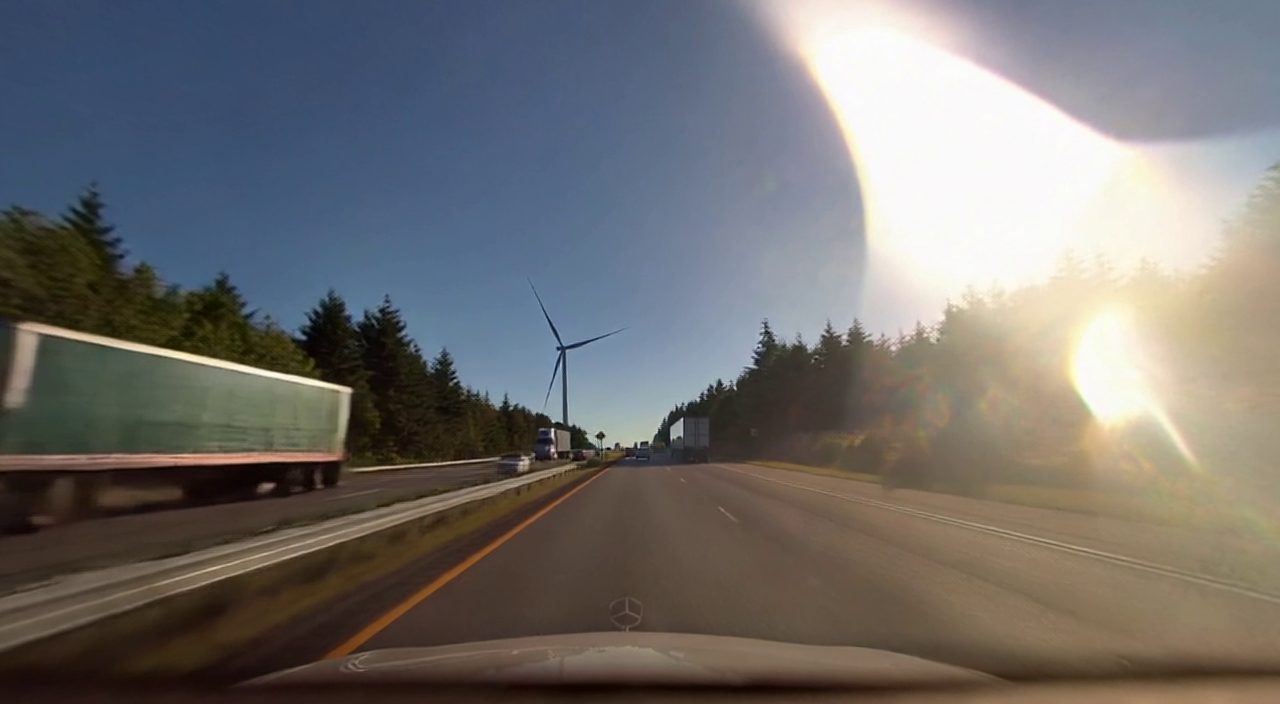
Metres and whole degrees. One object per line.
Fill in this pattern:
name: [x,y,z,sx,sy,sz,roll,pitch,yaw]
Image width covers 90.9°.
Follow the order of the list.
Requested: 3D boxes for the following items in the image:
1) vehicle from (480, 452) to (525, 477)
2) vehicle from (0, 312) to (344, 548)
vehicle: [-8.675,7.098,40.063,1.978,1.498,3.712,0,-9,1]
vehicle: [-12.640,2.231,16.471,2.861,4.092,14.124,0,-9,0]
